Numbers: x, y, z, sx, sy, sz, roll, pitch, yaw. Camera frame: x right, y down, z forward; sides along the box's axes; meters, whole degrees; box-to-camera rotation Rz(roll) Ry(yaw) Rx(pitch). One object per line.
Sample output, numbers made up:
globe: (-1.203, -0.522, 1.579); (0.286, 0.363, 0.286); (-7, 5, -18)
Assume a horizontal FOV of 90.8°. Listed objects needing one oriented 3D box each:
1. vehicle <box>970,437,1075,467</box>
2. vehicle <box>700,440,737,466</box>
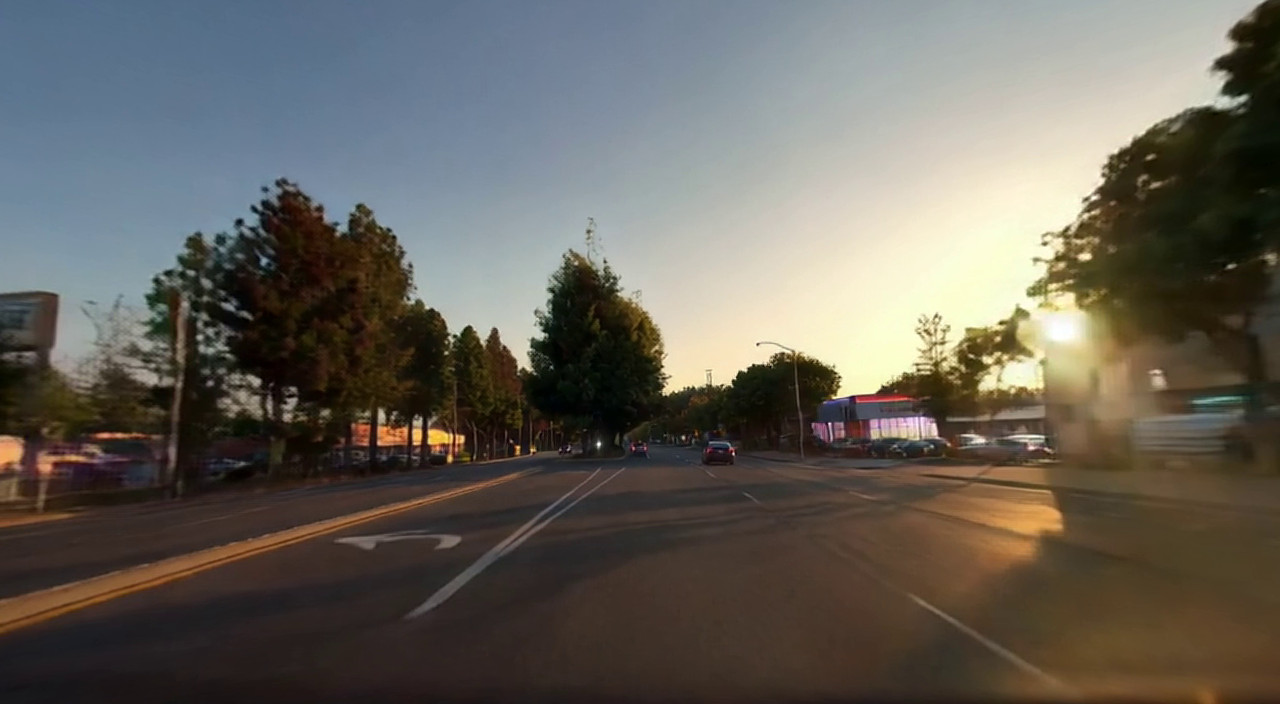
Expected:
vehicle: (23.166, 6.095, 38.486); (2.086, 1.730, 4.913); (6, -11, -34)
vehicle: (5.243, 6.785, 42.645); (1.957, 1.643, 4.226); (0, -9, 0)
